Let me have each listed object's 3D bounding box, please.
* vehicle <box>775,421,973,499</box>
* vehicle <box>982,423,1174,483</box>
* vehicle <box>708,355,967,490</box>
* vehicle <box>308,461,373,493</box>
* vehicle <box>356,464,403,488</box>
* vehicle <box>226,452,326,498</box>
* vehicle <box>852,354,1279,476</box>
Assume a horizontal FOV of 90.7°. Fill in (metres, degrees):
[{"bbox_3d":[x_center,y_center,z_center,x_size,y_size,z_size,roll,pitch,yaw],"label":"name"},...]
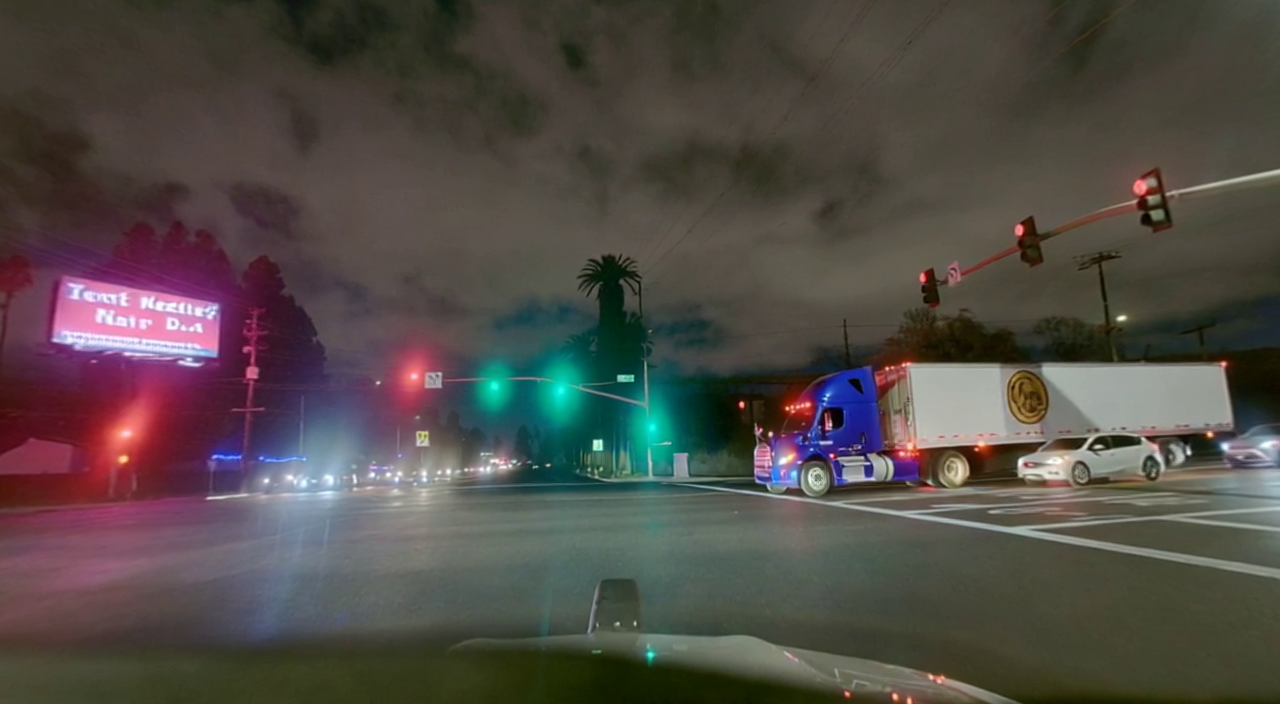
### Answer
[{"bbox_3d":[7.069,3.295,19.423,5.079,1.893,2.200,-2,-10,-11],"label":"vehicle"},{"bbox_3d":[14.059,3.266,20.437,4.958,1.510,1.949,-2,-10,-10],"label":"vehicle"},{"bbox_3d":[6.874,2.526,22.686,8.167,4.352,3.029,1,-9,-10],"label":"vehicle"},{"bbox_3d":[-18.418,7.671,39.156,2.028,1.744,4.876,0,-9,-5],"label":"vehicle"},{"bbox_3d":[-19.408,9.198,47.332,1.834,1.521,4.970,0,-9,-5],"label":"vehicle"},{"bbox_3d":[-22.845,7.688,40.148,2.989,2.573,6.053,0,-9,-4],"label":"vehicle"},{"bbox_3d":[16.964,2.445,24.565,17.071,4.151,2.876,1,-9,-11],"label":"vehicle"}]
